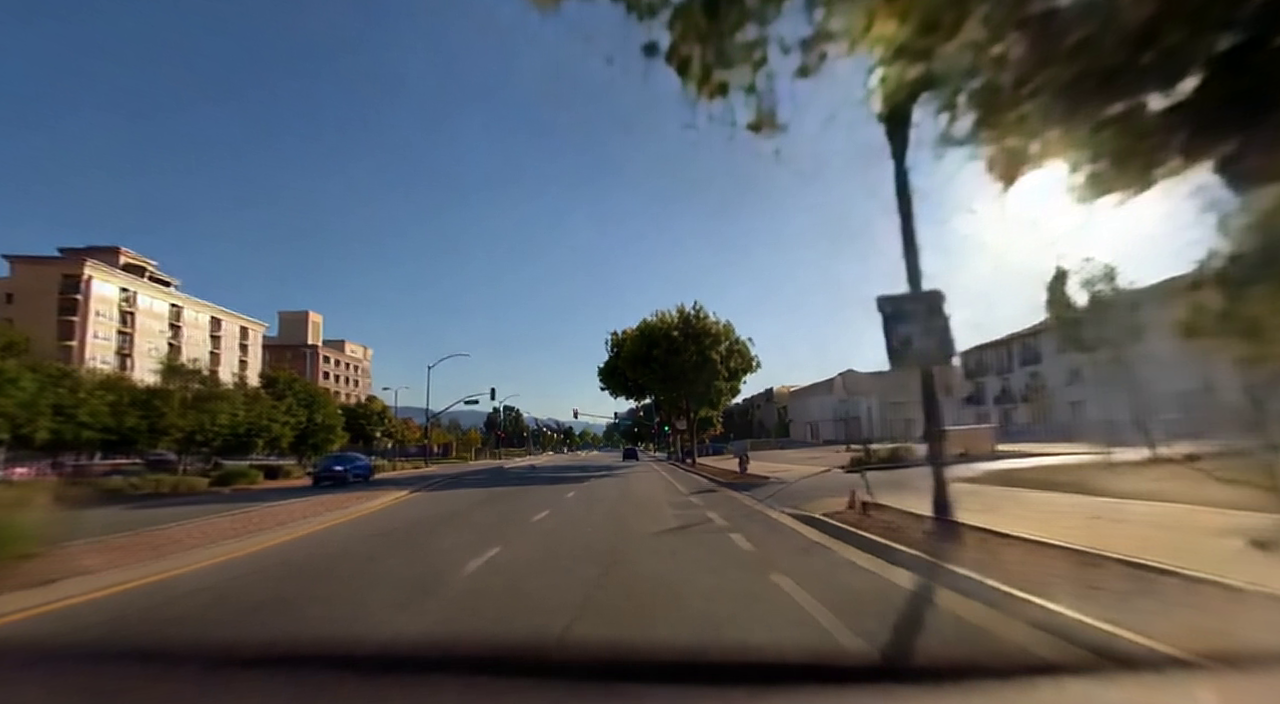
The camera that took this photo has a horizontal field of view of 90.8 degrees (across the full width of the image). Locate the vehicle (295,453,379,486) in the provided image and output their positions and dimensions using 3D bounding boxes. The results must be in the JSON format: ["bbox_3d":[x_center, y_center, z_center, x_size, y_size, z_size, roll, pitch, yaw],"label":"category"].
[{"bbox_3d":[-14.891,5.773,31.360,1.898,1.469,4.577,0,-9,0],"label":"vehicle"}]
